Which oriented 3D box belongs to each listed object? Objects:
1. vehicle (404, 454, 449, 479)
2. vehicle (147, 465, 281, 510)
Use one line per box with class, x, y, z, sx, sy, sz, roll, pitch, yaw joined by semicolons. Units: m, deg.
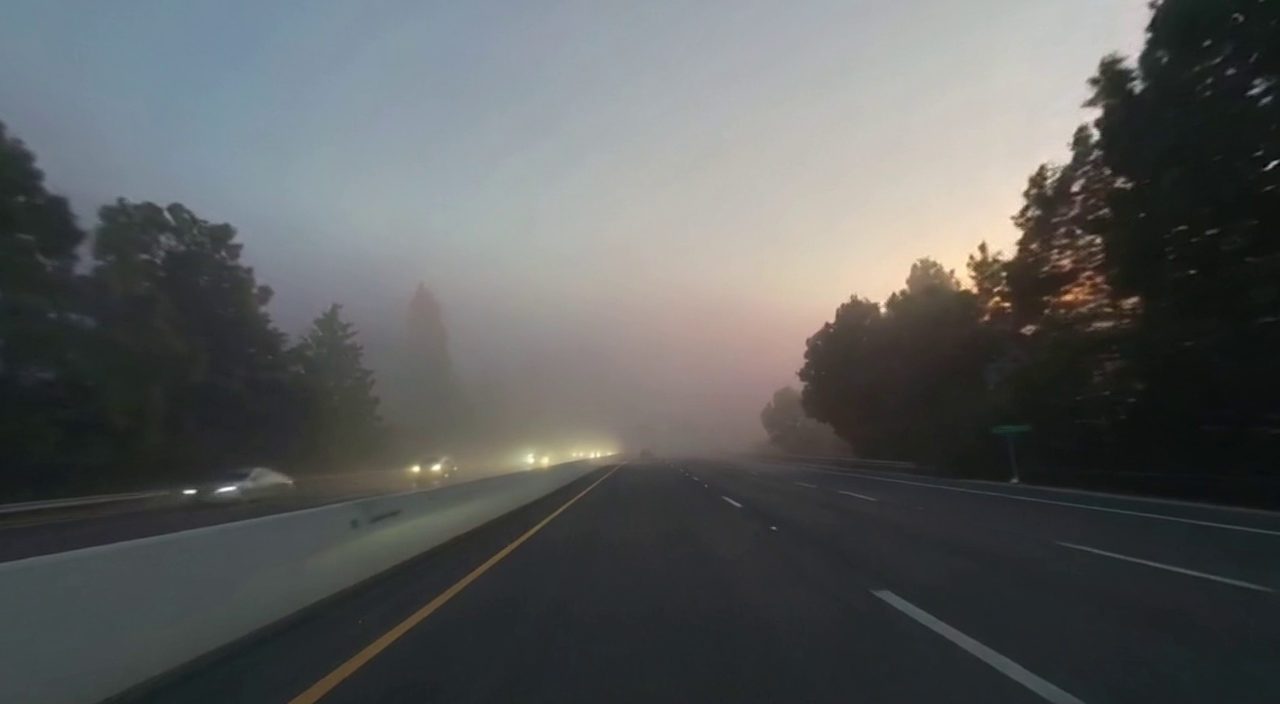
vehicle;-16.749;8.965;49.709;1.978;1.817;4.338;0;-9;1
vehicle;-17.568;5.588;26.419;1.986;1.523;5.088;-1;-9;1
